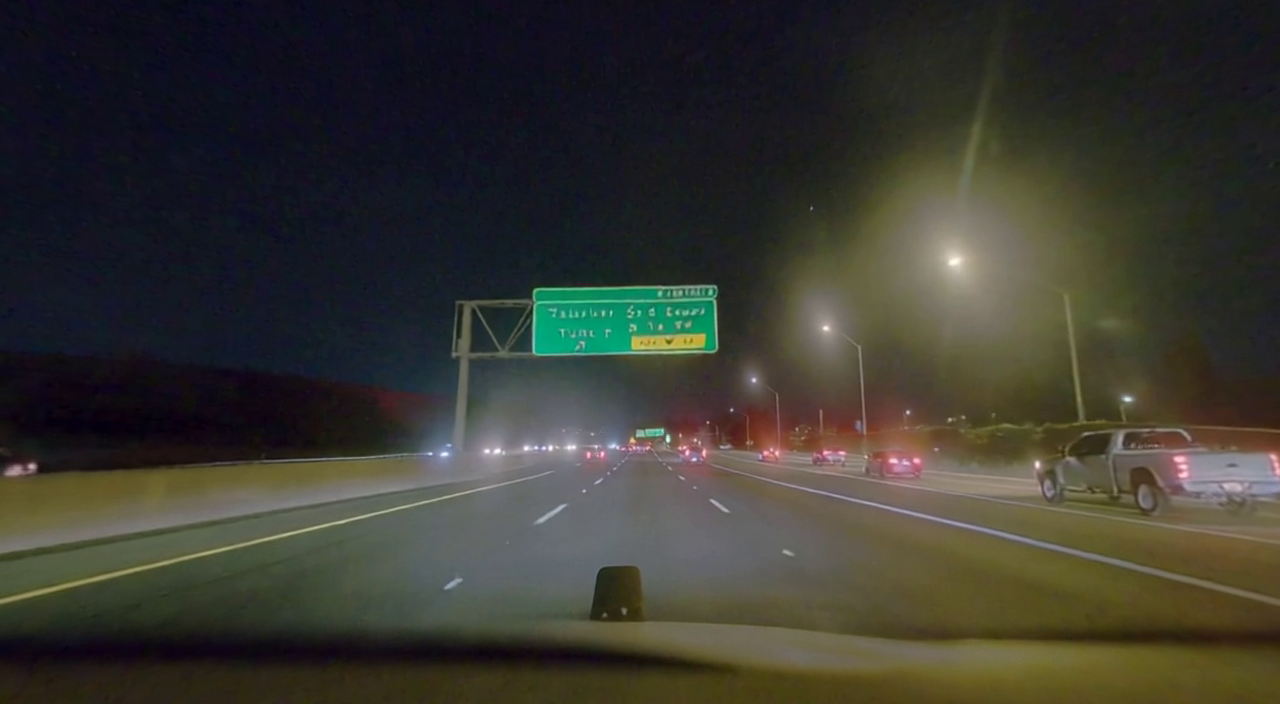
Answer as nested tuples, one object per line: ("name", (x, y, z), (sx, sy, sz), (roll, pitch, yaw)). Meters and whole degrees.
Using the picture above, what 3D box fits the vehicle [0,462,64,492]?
("vehicle", (-41.740, 8.353, 42.391), (2.278, 1.859, 3.848), (1, -9, -5))

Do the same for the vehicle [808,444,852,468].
("vehicle", (14.184, 7.777, 47.213), (2.020, 1.707, 4.424), (0, -9, 1))

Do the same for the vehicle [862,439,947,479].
("vehicle", (12.686, 5.168, 30.622), (2.116, 1.754, 4.727), (0, -9, 1))

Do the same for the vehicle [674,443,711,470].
("vehicle", (3.605, 7.318, 44.211), (2.147, 1.794, 4.538), (0, -9, 0))

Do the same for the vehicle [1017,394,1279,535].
("vehicle", (10.810, 2.240, 12.881), (2.442, 2.140, 6.462), (0, -9, 3))
